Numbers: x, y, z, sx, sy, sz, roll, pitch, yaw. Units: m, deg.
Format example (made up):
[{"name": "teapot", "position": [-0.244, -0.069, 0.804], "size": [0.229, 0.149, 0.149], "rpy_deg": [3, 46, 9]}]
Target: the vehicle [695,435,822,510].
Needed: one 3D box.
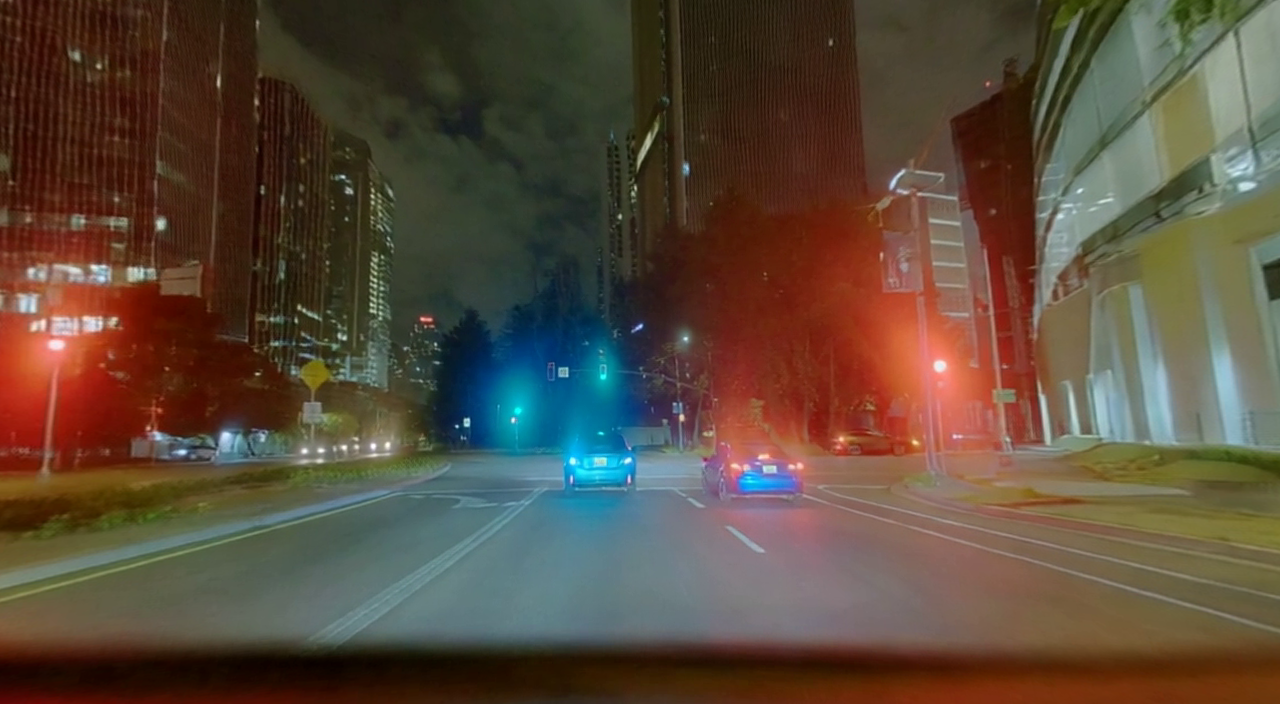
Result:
[{"name": "vehicle", "position": [2.581, 2.763, 14.938], "size": [1.918, 1.479, 4.468], "rpy_deg": [1, -9, -3]}]

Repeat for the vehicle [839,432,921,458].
[{"name": "vehicle", "position": [16.882, 6.583, 44.691], "size": [5.023, 1.756, 2.001], "rpy_deg": [-1, -9, 8]}]

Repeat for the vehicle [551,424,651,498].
[{"name": "vehicle", "position": [-1.077, 2.869, 16.884], "size": [2.317, 1.713, 4.231], "rpy_deg": [1, -9, -5]}]

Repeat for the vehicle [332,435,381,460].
[{"name": "vehicle", "position": [-20.711, 7.033, 46.368], "size": [2.207, 1.765, 4.569], "rpy_deg": [2, -9, -11]}]
